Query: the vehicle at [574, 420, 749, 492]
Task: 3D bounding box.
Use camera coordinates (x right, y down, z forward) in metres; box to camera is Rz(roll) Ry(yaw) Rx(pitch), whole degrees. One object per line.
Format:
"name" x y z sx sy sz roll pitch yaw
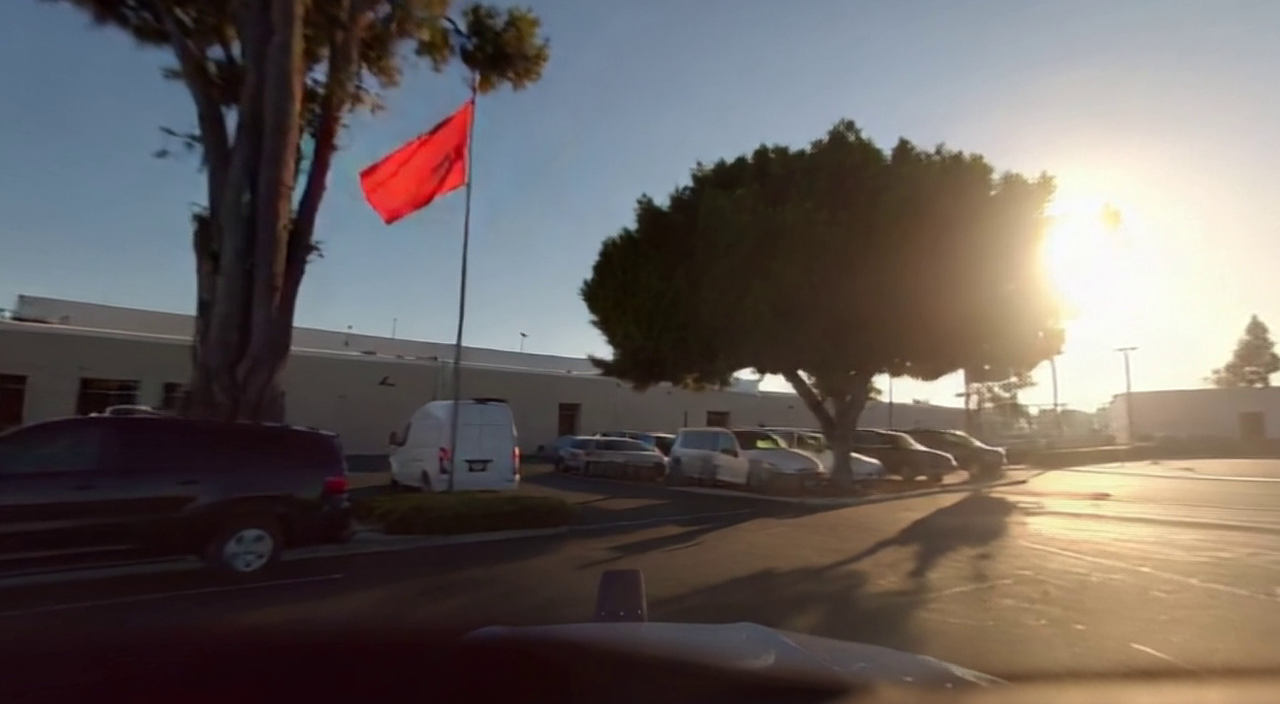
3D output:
"vehicle" 0.493 3.526 22.161 2.228 2.126 6.632 5 -9 -40

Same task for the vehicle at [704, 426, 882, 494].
"vehicle" 5.640 4.033 24.347 2.242 2.227 6.505 5 -9 -41

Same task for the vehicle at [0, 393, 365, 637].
"vehicle" -5.576 1.401 5.913 4.992 1.894 2.043 8 -11 -42

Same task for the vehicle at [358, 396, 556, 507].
"vehicle" -4.945 2.549 16.421 2.491 2.324 5.986 7 -11 -41
